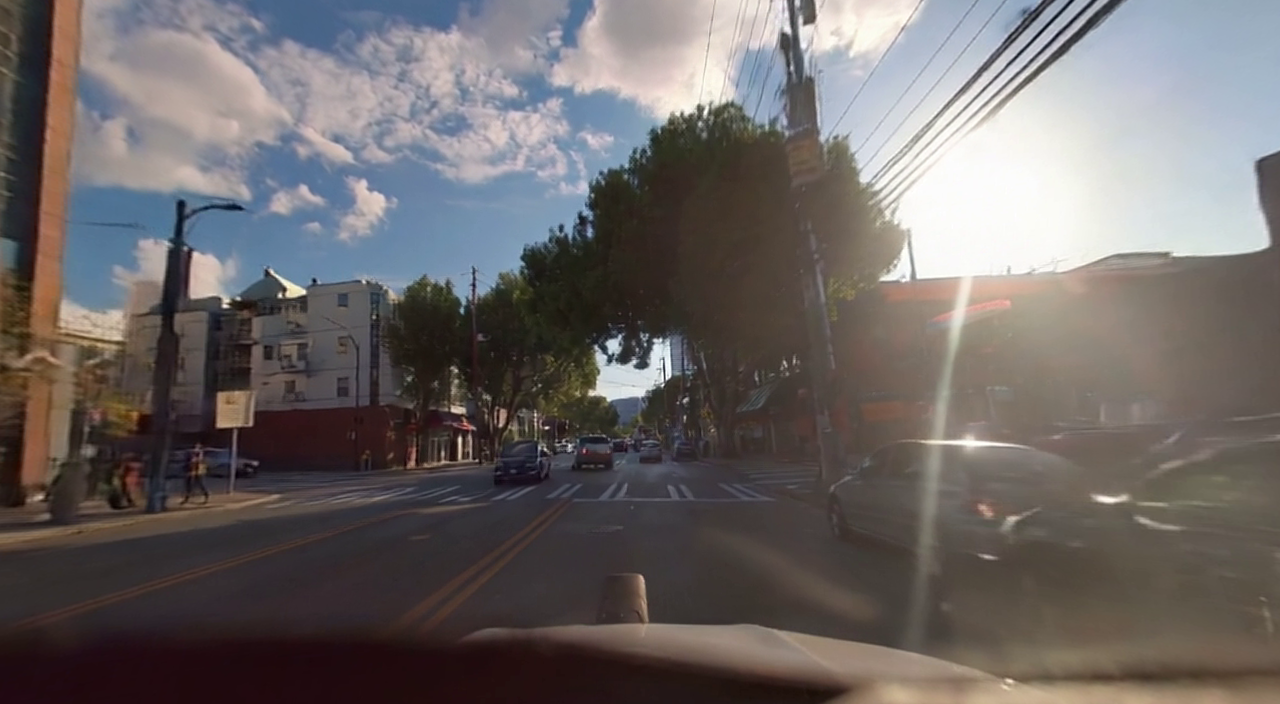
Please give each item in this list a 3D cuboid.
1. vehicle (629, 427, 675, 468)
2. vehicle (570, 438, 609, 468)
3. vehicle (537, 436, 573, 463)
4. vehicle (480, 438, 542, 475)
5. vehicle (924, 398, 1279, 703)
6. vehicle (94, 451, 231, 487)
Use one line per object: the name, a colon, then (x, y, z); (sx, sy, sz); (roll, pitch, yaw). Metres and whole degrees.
vehicle: (0.601, 4.821, 32.027); (2.127, 1.893, 4.194); (0, -8, 1)
vehicle: (-2.905, 5.822, 36.886); (2.026, 1.616, 4.109); (1, -8, -1)
vehicle: (-6.546, 7.562, 49.035); (2.090, 1.975, 4.657); (0, -8, 1)
vehicle: (-6.014, 4.895, 30.016); (2.089, 1.578, 4.571); (0, -8, -1)
vehicle: (3.357, 0.996, 2.783); (1.897, 1.522, 5.028); (0, -8, 0)
vehicle: (-20.967, 5.130, 27.882); (4.477, 1.439, 1.966); (0, -8, 1)
